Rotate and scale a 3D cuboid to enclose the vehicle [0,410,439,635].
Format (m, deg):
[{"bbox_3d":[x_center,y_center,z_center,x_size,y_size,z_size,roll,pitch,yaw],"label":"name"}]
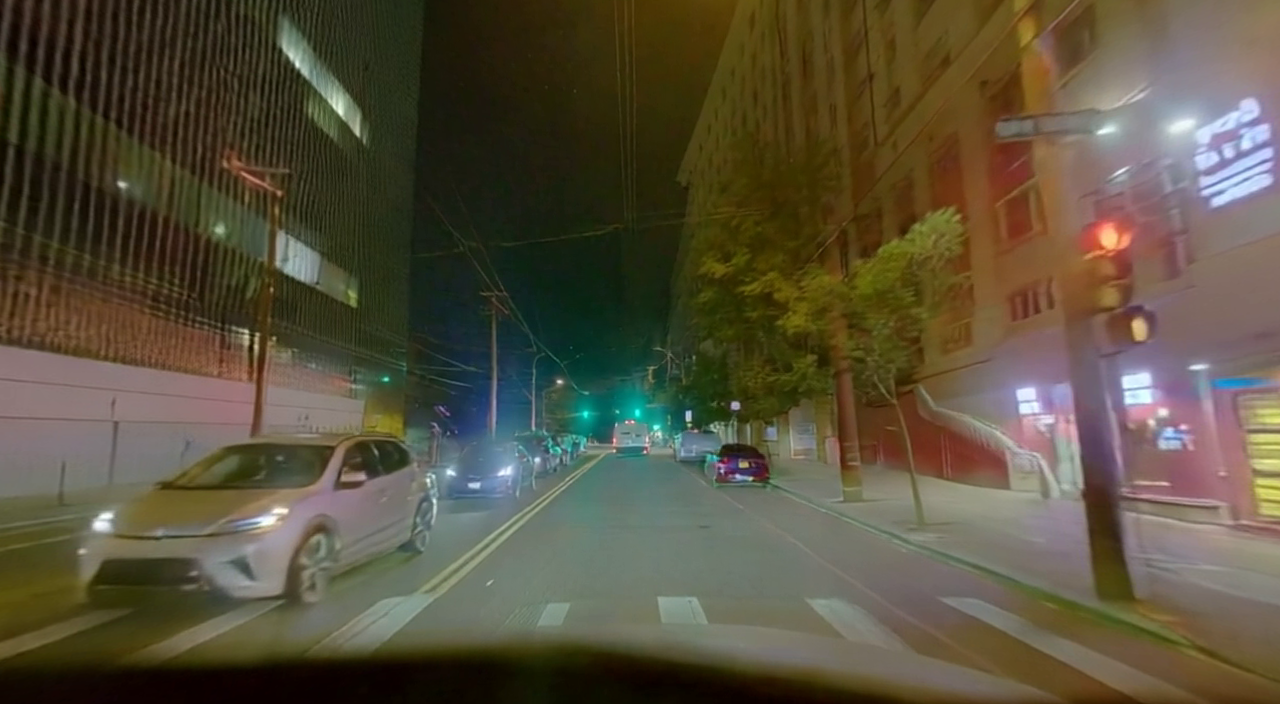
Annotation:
[{"bbox_3d":[-3.992,1.513,6.605,1.990,1.568,3.885,-2,-9,10],"label":"vehicle"}]

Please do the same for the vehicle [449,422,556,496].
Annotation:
[{"bbox_3d":[-3.553,2.853,17.178,1.983,1.727,4.294,0,-8,-1],"label":"vehicle"}]

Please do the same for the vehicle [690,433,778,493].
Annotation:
[{"bbox_3d":[2.754,3.365,19.544,1.934,1.633,4.271,0,-8,-2],"label":"vehicle"}]

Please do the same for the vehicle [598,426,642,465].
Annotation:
[{"bbox_3d":[-1.055,4.939,33.295,2.127,1.893,4.194,0,-8,-2],"label":"vehicle"}]
